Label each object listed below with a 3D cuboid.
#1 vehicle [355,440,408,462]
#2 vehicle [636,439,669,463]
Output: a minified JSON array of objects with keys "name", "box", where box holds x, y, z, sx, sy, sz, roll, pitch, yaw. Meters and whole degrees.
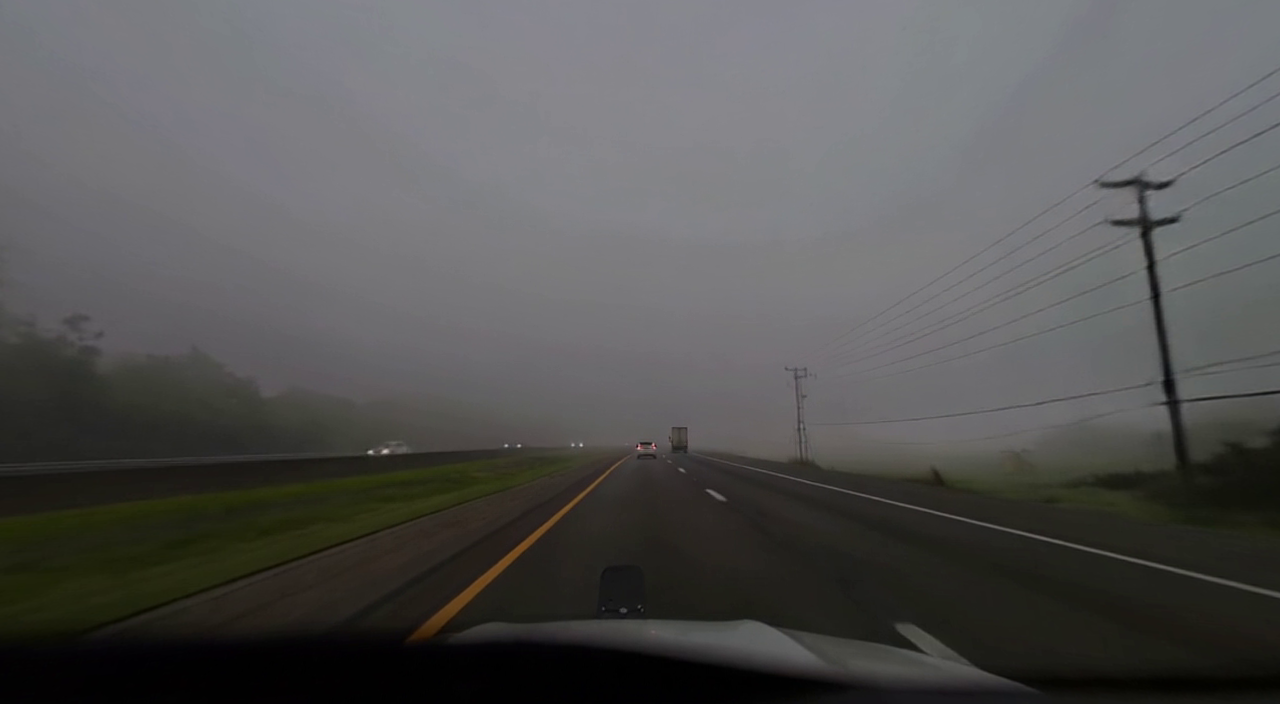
[{"name":"vehicle","box":[-20.322,7.800,49.772,2.087,1.611,4.808,-1,-8,1]},{"name":"vehicle","box":[0.891,6.917,44.023,2.192,1.556,4.132,-1,-8,1]}]
